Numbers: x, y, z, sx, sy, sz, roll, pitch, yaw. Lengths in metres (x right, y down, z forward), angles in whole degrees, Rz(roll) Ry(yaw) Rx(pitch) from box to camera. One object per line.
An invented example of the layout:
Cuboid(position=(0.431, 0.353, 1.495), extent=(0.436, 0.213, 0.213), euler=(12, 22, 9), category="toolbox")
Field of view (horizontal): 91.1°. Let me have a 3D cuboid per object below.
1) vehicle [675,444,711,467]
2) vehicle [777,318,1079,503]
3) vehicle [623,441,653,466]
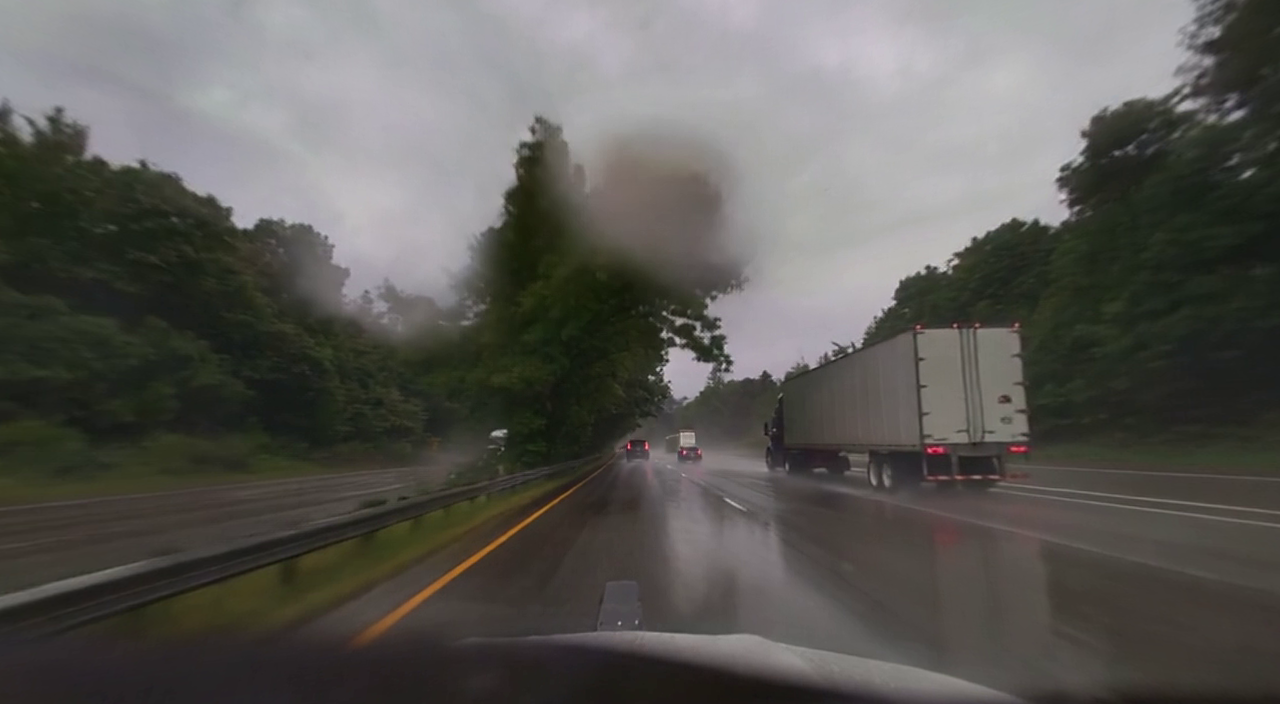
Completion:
Cuboid(position=(3.585, 7.095, 43.217), extent=(2.025, 1.534, 4.179), euler=(0, -9, -1), category="vehicle")
Cuboid(position=(7.794, 2.310, 20.786), extent=(3.044, 4.073, 14.016), euler=(0, -9, -1), category="vehicle")
Cuboid(position=(-0.132, 7.544, 46.732), extent=(2.114, 1.706, 4.106), euler=(0, -9, 0), category="vehicle")
